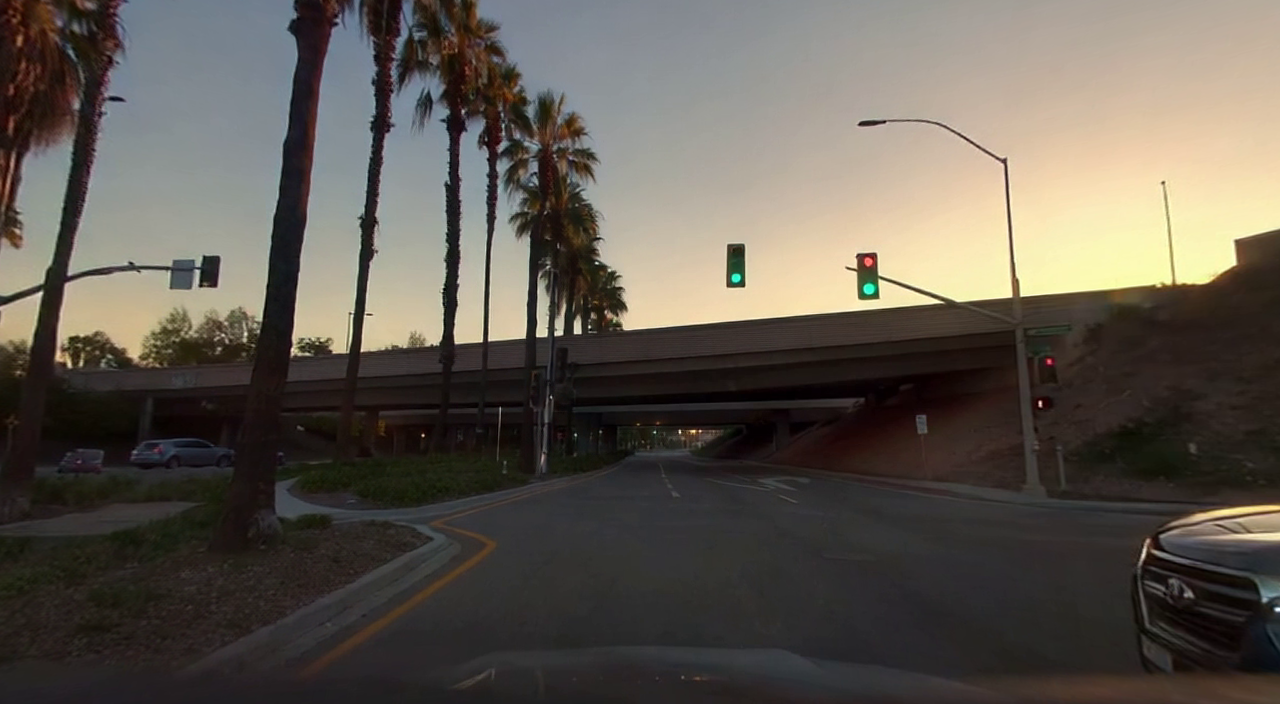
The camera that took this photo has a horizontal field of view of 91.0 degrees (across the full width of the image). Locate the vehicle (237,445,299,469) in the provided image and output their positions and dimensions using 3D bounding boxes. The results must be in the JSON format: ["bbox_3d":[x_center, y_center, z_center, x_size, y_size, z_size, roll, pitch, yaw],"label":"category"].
[{"bbox_3d":[-26.260,7.418,44.563,1.941,1.631,4.017,0,-9,0],"label":"vehicle"}]

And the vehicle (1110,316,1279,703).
[{"bbox_3d":[3.452,0.515,0.797,2.028,1.770,4.737,0,-9,0],"label":"vehicle"}]

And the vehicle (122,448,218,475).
[{"bbox_3d":[-26.553,6.169,35.758,1.830,1.443,4.551,0,-9,2],"label":"vehicle"}]
